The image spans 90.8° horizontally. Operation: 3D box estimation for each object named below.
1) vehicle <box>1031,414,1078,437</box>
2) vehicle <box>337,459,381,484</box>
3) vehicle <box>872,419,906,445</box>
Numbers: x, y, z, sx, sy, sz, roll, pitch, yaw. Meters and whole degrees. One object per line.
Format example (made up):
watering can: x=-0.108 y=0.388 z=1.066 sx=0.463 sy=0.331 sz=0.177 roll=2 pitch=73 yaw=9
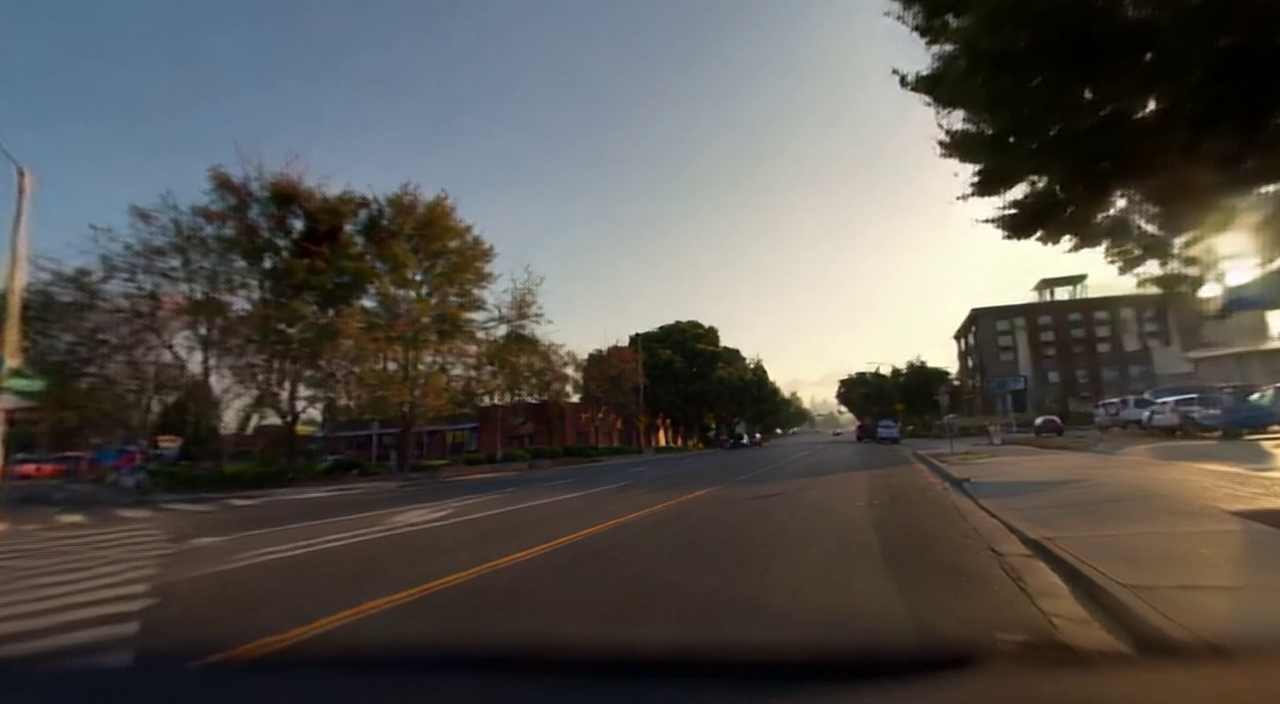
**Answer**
vehicle: x=28.764 y=5.167 z=43.954 sx=1.919 sy=1.411 sz=4.440 roll=-4 pitch=-9 yaw=23
vehicle: x=-18.882 y=7.950 z=42.357 sx=1.837 sy=1.460 sz=4.672 roll=4 pitch=-9 yaw=-34
vehicle: x=19.144 y=6.194 z=48.495 sx=2.194 sy=1.896 sz=5.049 roll=-4 pitch=-9 yaw=22
